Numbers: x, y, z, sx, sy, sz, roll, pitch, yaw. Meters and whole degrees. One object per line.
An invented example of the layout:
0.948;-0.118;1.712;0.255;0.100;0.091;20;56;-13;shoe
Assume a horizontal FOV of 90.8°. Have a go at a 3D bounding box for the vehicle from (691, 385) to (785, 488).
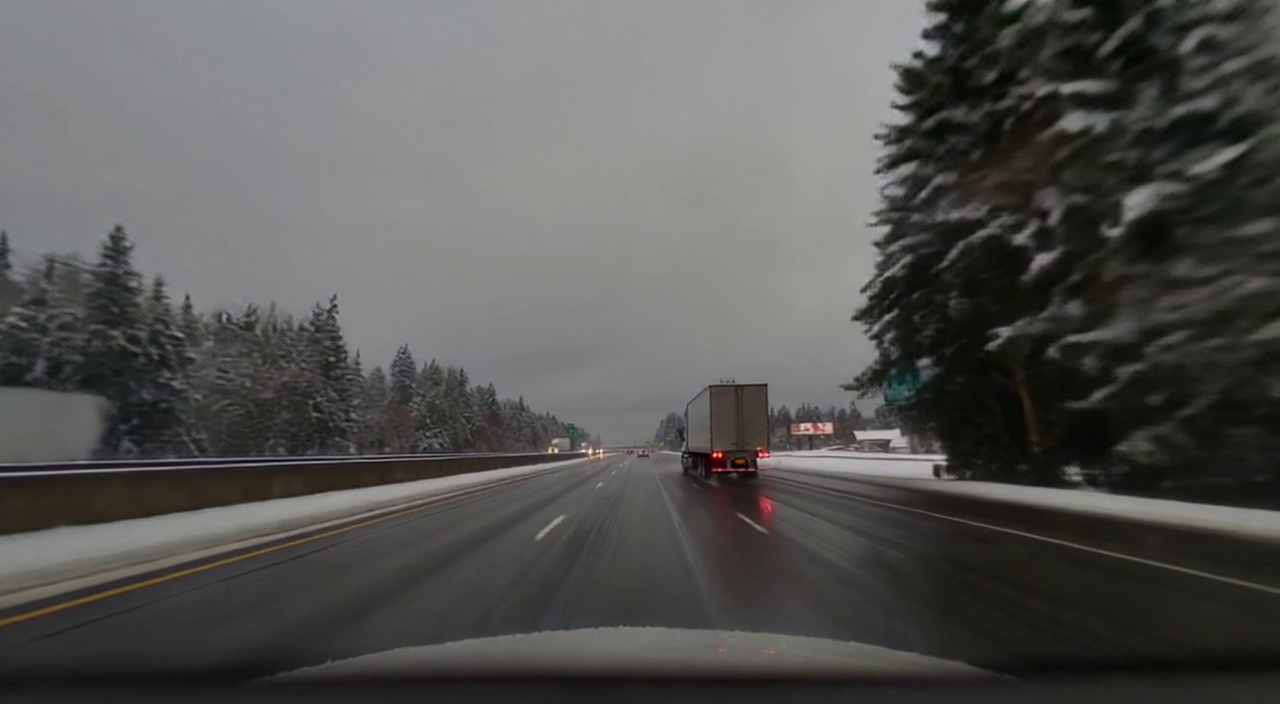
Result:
4.608;4.448;32.731;3.058;4.312;12.251;0;-9;1;vehicle
